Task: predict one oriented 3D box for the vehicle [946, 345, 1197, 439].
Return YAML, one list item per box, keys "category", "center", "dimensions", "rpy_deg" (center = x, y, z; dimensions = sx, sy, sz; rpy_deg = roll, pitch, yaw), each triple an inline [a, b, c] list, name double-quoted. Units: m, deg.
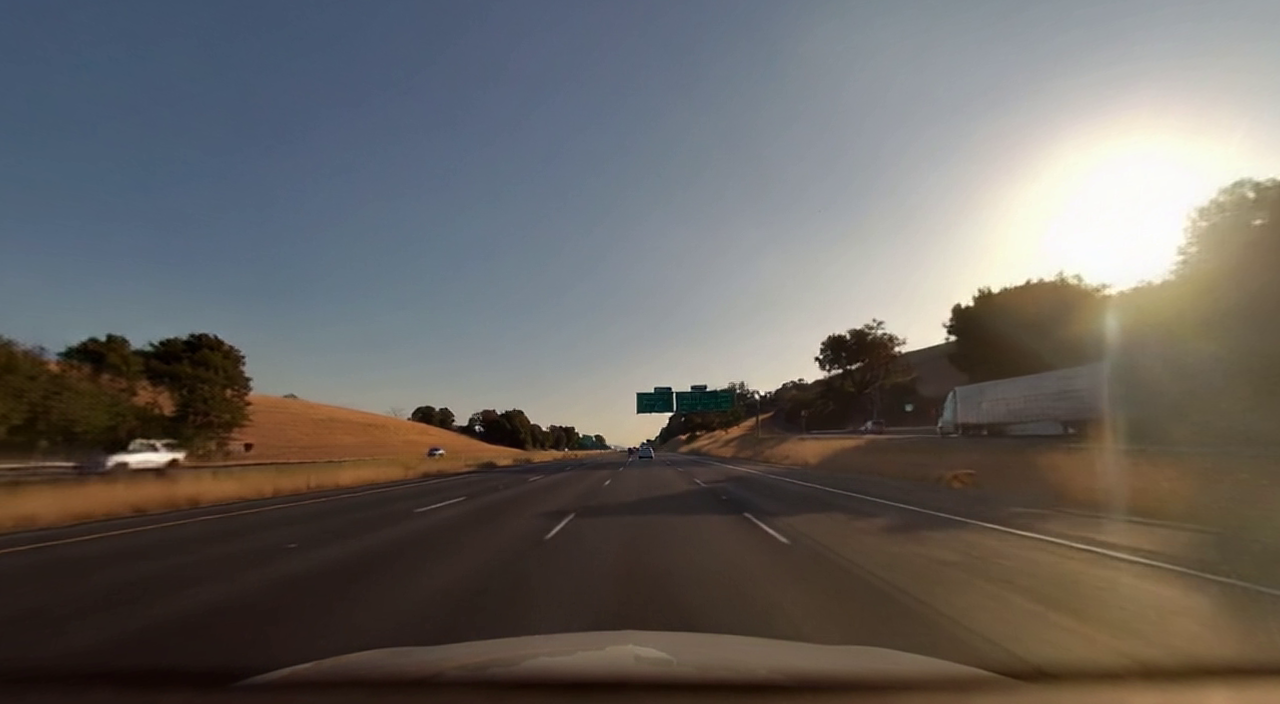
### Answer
- category: "vehicle"
  center: [23.579, 2.962, 37.006]
  dimensions: [2.978, 4.245, 16.936]
  rpy_deg: [0, -8, 0]
